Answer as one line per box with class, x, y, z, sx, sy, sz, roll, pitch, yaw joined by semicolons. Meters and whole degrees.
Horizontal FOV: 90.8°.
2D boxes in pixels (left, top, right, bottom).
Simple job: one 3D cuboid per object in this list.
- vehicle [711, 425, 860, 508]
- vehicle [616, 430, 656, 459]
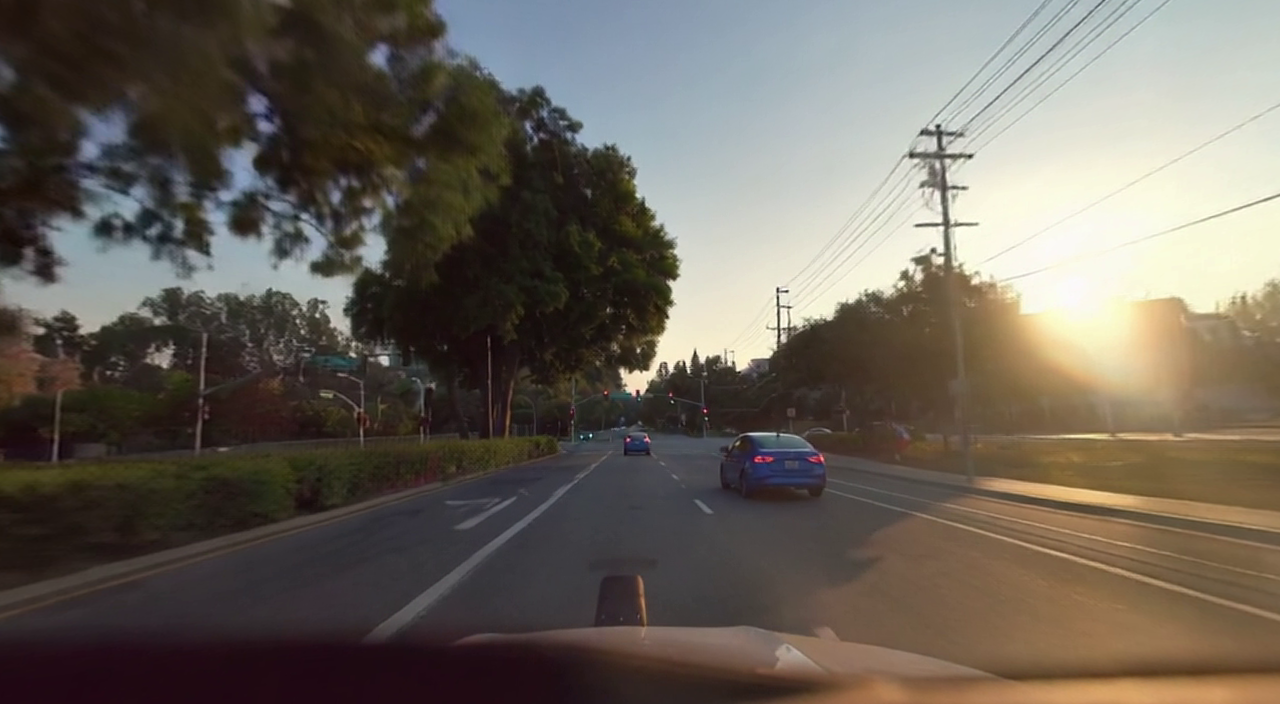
vehicle;2.795;2.313;13.262;2.004;1.448;4.263;0;-8;-2
vehicle;-0.222;5.106;34.988;2.110;1.466;3.860;0;-8;-1
